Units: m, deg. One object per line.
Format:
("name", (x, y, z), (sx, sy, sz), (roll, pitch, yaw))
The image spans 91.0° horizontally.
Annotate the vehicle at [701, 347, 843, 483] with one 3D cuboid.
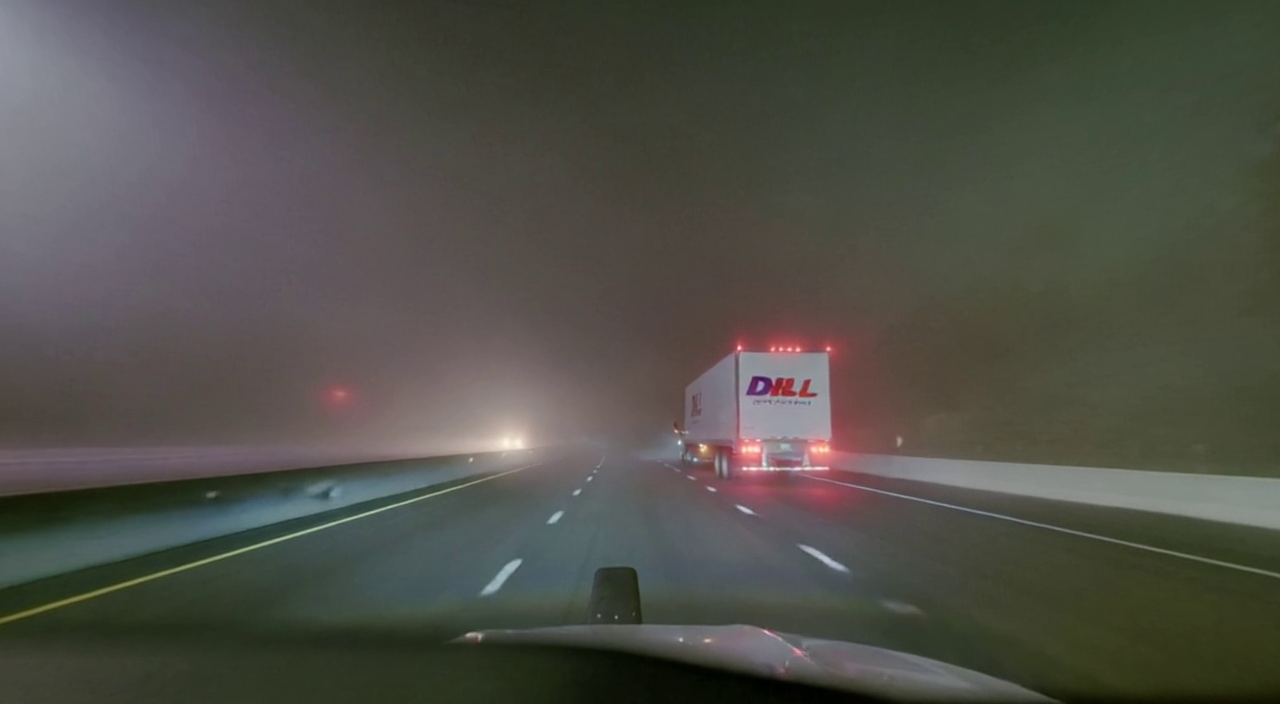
("vehicle", (4.226, 2.387, 22.438), (2.880, 3.918, 8.254), (0, -8, -2))
